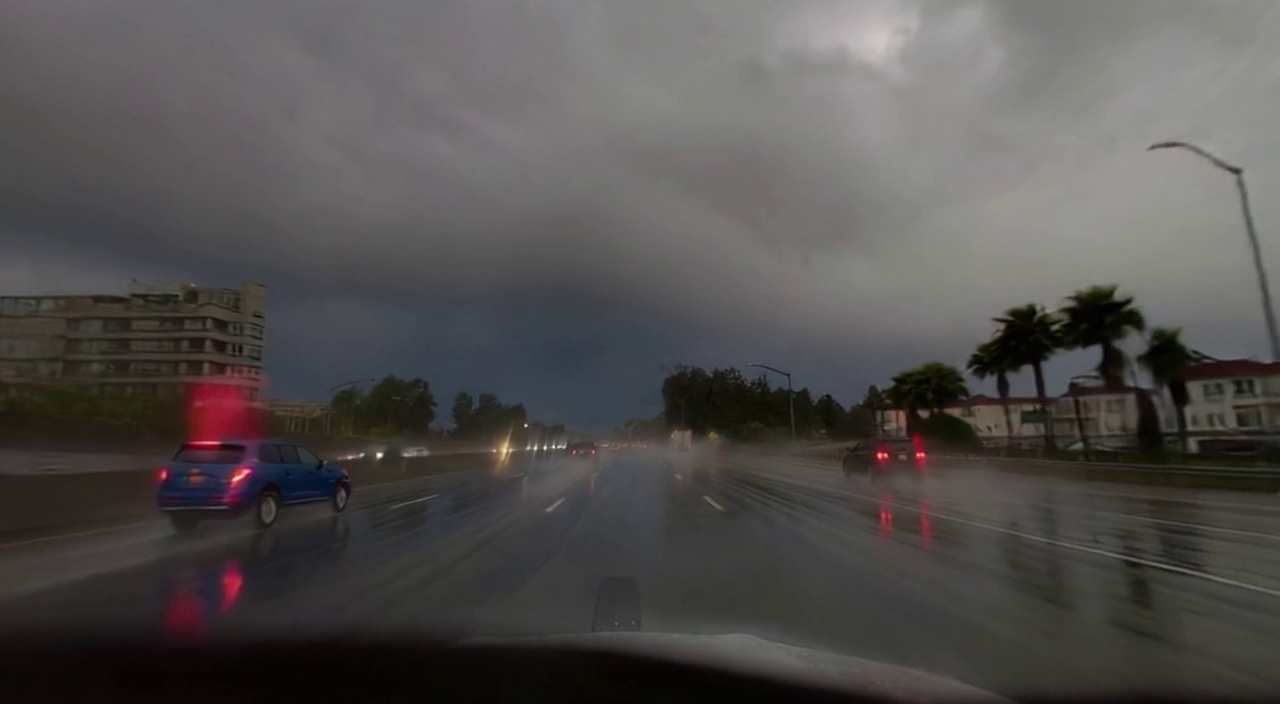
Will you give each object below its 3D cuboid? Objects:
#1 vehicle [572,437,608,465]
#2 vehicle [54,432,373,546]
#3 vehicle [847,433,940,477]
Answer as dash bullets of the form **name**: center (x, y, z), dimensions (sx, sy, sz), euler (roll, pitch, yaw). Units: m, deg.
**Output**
- **vehicle**: center (-3.635, 7.305, 46.723), dimensions (2.225, 1.967, 4.673), euler (0, -9, 0)
- **vehicle**: center (-6.699, 2.200, 10.886), dimensions (2.018, 1.480, 4.999), euler (0, -9, 0)
- **vehicle**: center (11.280, 4.627, 28.499), dimensions (2.168, 1.792, 4.457), euler (0, -9, -2)
